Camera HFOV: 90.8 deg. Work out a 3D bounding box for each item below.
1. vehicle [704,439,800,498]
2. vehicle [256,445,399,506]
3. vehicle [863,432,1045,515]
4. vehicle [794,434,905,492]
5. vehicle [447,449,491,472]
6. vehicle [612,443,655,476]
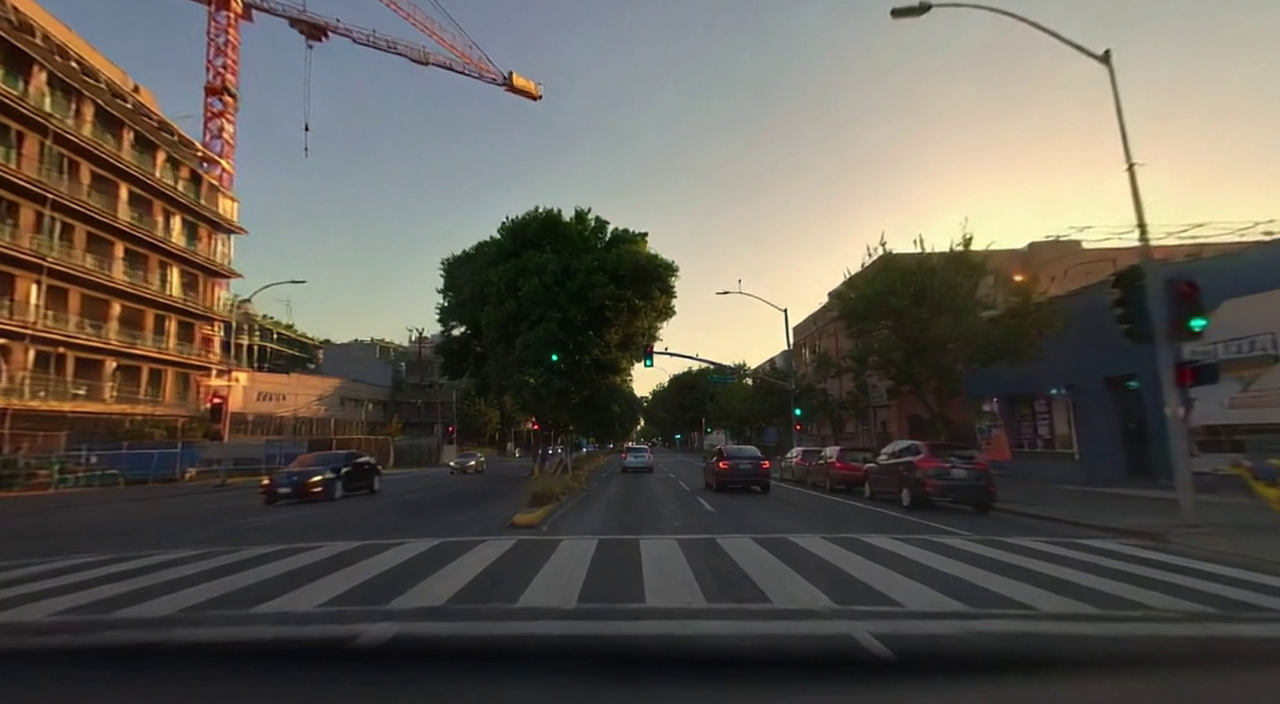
[{"bbox_3d":[3.085,3.294,18.238,1.910,1.474,4.003,0,-9,-2],"label":"vehicle"},{"bbox_3d":[-8.674,3.442,18.041,1.902,1.503,4.240,0,-9,0],"label":"vehicle"},{"bbox_3d":[7.358,2.874,15.473,2.031,1.708,4.567,0,-9,-1],"label":"vehicle"},{"bbox_3d":[7.268,3.906,22.535,2.067,1.805,4.875,0,-9,-3],"label":"vehicle"},{"bbox_3d":[-12.093,7.669,45.007,1.945,1.540,4.338,0,-9,0],"label":"vehicle"},{"bbox_3d":[-0.317,5.198,30.740,2.006,1.487,3.535,0,-9,0],"label":"vehicle"}]
